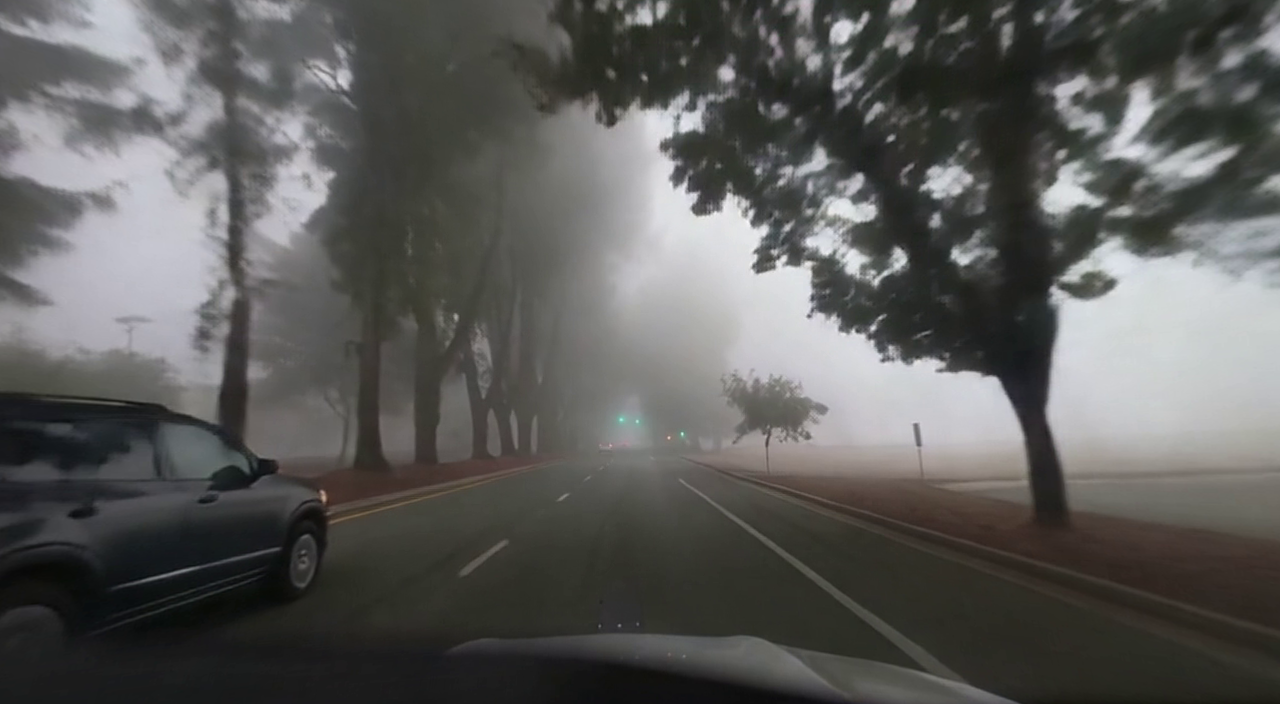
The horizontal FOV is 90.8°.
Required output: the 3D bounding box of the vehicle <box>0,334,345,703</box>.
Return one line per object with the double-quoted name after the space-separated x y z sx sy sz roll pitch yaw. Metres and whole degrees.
-3.672 0.983 3.707 2.018 1.769 3.897 0 -8 -1 "vehicle"
